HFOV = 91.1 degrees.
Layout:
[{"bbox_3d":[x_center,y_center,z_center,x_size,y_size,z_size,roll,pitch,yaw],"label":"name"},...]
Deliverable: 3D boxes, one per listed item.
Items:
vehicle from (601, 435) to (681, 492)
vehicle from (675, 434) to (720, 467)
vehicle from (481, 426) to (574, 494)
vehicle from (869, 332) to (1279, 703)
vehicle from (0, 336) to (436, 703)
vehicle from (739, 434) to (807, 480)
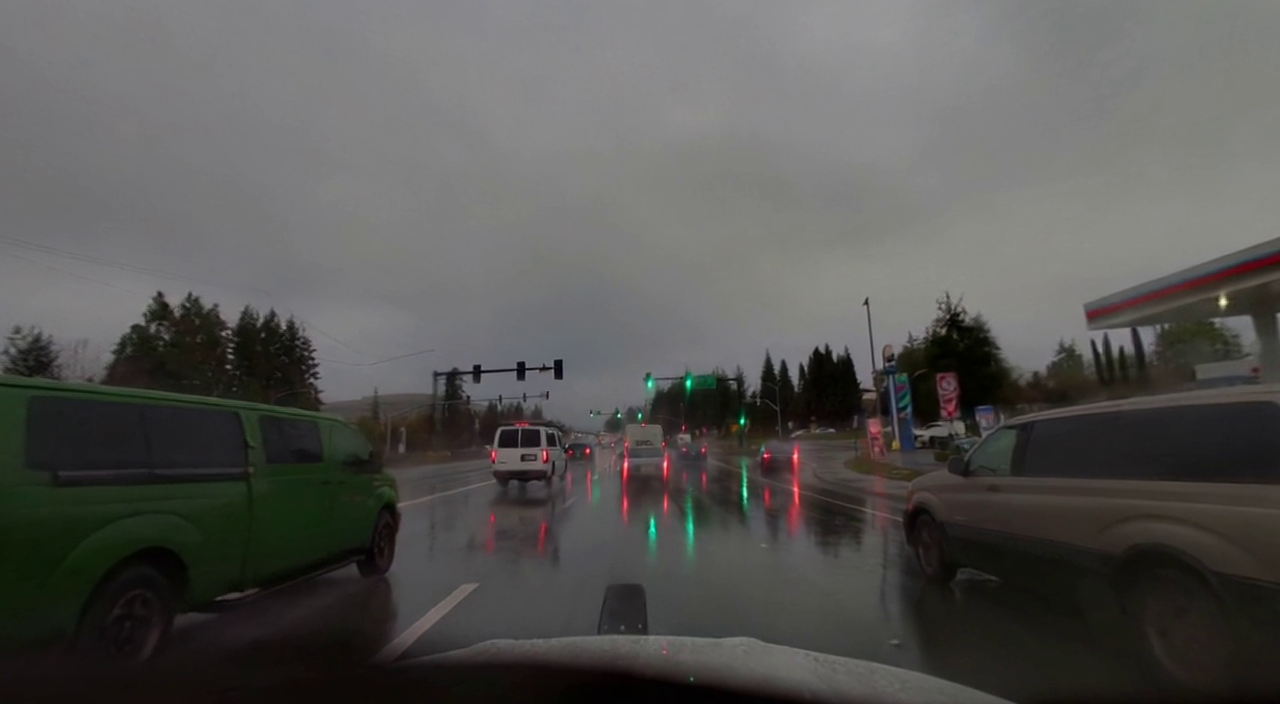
[{"bbox_3d":[0.059,3.772,21.793,2.426,1.703,5.602,0,-8,0],"label":"vehicle"},{"bbox_3d":[3.326,5.854,37.415,2.193,1.795,5.130,0,-8,0],"label":"vehicle"},{"bbox_3d":[-3.488,3.483,20.562,2.025,1.936,4.995,0,-8,1],"label":"vehicle"},{"bbox_3d":[3.587,1.118,4.505,2.055,1.786,4.817,0,-8,0],"label":"vehicle"},{"bbox_3d":[-3.490,1.171,4.868,2.002,1.747,5.173,0,-8,1],"label":"vehicle"},{"bbox_3d":[5.349,4.283,25.841,2.119,1.696,4.623,-1,-8,5],"label":"vehicle"}]
